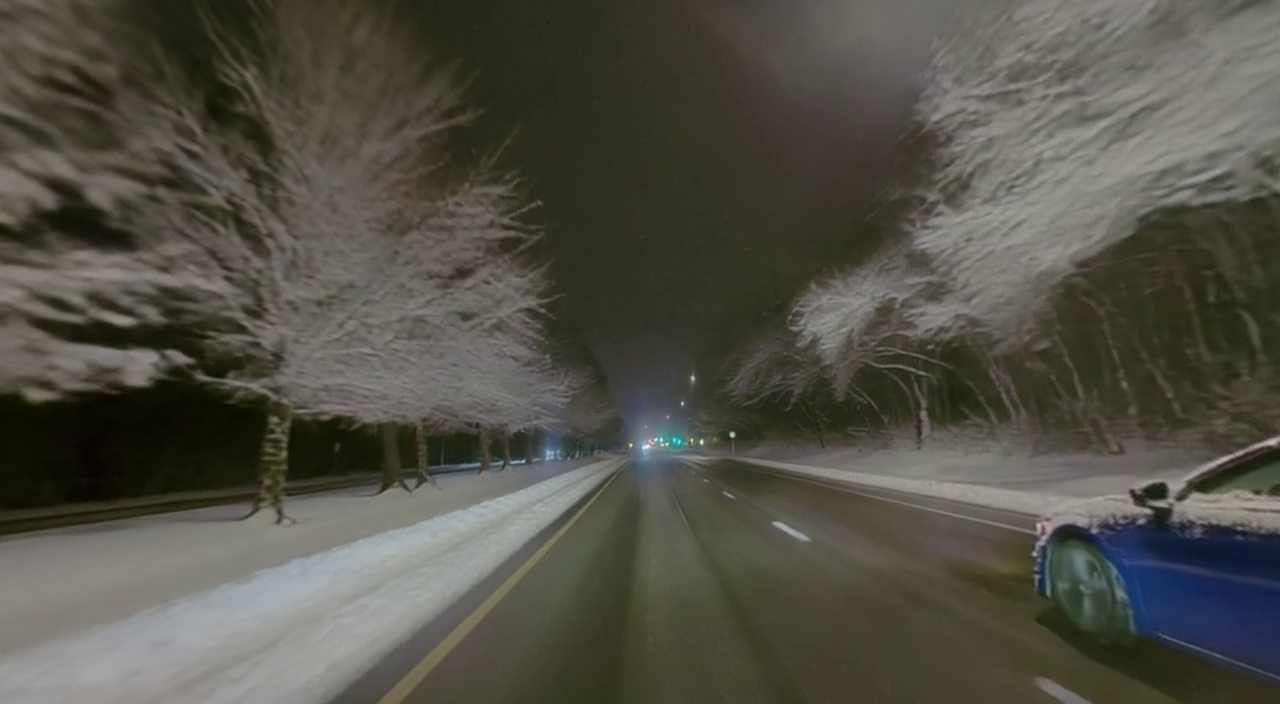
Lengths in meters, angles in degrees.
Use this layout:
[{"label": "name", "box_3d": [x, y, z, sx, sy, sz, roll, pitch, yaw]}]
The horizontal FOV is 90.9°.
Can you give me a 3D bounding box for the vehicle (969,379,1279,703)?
[{"label": "vehicle", "box_3d": [3.366, 0.810, 2.034, 2.061, 1.503, 4.823, -1, -8, 1]}]
